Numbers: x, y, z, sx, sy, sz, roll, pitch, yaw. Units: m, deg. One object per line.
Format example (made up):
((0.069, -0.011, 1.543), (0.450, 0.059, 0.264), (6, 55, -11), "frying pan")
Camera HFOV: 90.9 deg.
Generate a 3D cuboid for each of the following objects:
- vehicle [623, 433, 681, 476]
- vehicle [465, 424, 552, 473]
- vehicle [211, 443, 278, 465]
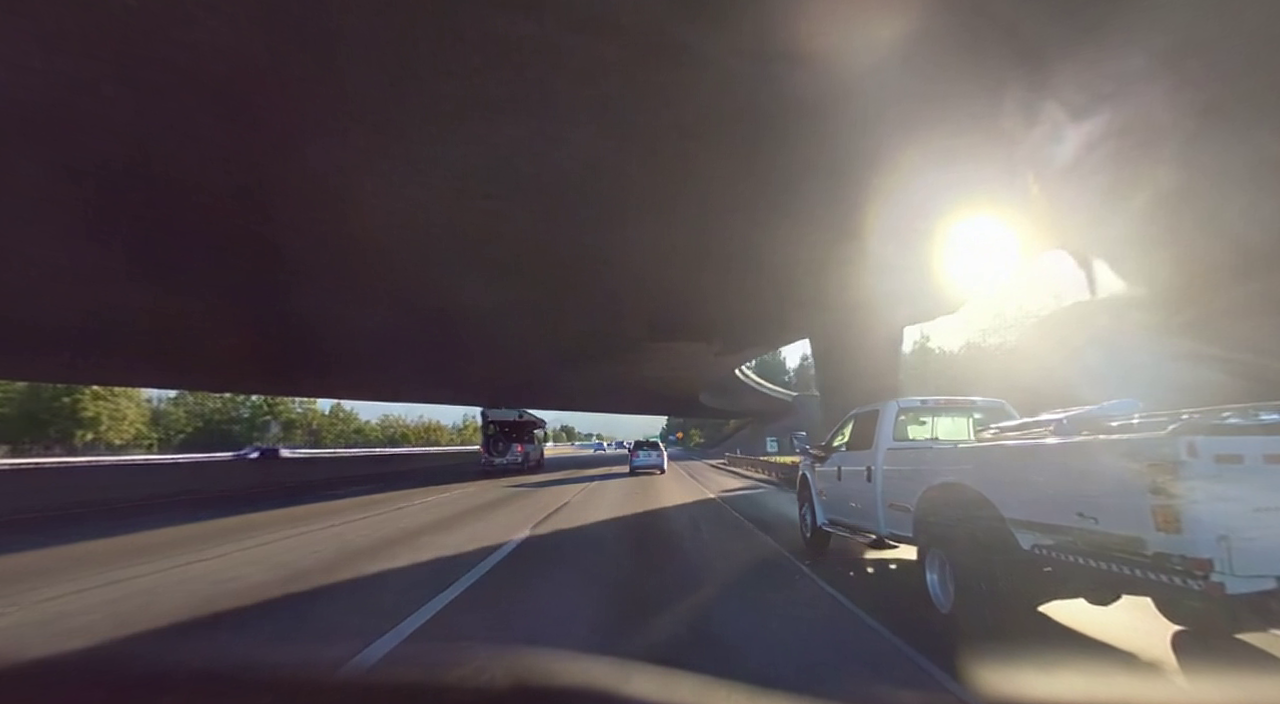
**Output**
((0.507, 4.447, 27.535), (2.336, 1.722, 4.212), (0, -8, 0), "vehicle")
((-6.541, 4.939, 32.543), (2.827, 2.236, 7.057), (0, -8, 1), "vehicle")
((-28.440, 7.337, 45.546), (1.791, 1.461, 4.568), (0, -8, 2), "vehicle")
